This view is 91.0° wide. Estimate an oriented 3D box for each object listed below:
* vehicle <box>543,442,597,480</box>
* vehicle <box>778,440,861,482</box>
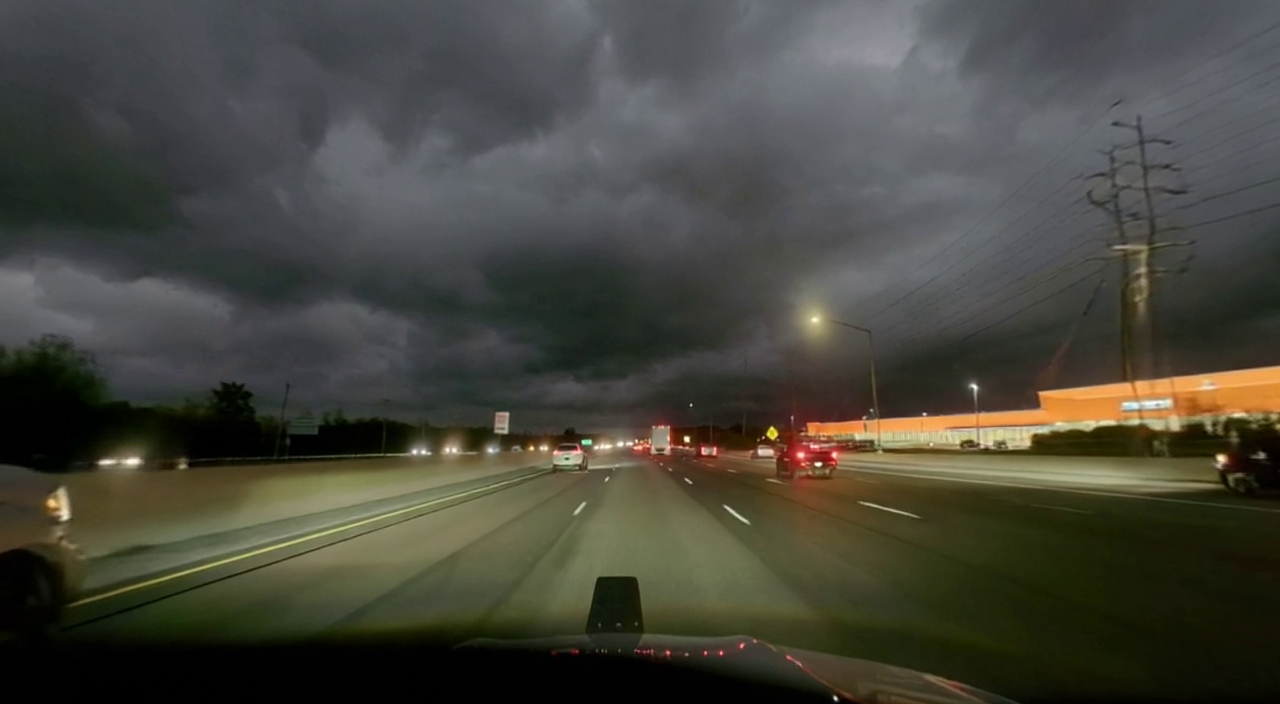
[{"bbox_3d":[-2.984,4.724,27.640,1.929,1.521,4.097,0,-9,0],"label":"vehicle"},{"bbox_3d":[7.089,4.337,25.385,1.980,1.501,4.433,0,-9,-1],"label":"vehicle"}]
